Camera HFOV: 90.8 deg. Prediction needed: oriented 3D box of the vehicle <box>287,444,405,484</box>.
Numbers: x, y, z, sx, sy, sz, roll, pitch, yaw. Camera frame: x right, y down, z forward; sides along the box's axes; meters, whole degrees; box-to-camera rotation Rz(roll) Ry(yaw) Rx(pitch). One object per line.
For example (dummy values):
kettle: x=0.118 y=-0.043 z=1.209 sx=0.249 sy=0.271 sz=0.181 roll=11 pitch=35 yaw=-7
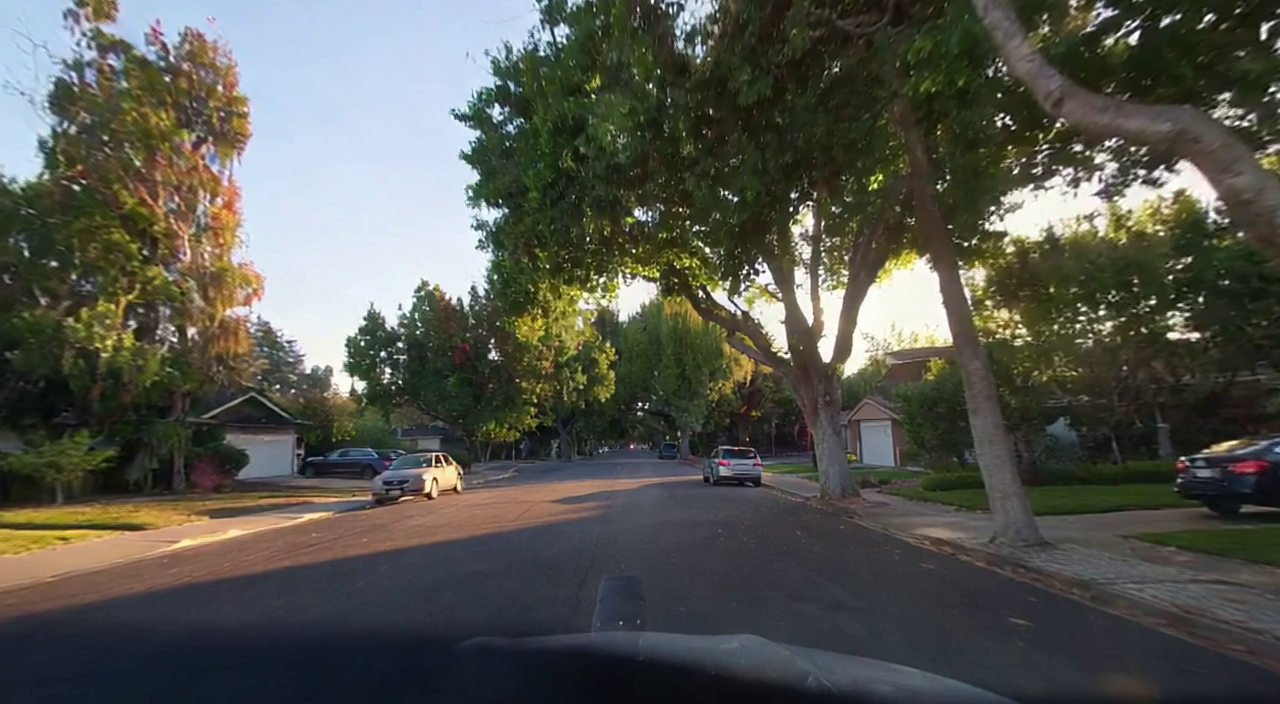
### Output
vehicle: x=-12.140 y=4.631 z=26.259 sx=3.950 sy=1.581 sz=1.902 roll=-1 pitch=-9 yaw=3

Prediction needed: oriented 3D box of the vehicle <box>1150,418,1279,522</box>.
vehicle: x=10.958 y=1.794 z=9.845 sx=4.234 sy=1.464 sz=1.924 roll=-1 pitch=-8 yaw=4

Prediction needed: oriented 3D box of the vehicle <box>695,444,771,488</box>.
vehicle: x=3.322 y=4.175 z=23.490 sx=1.986 sy=1.476 sz=4.306 roll=0 pitch=-9 yaw=-2

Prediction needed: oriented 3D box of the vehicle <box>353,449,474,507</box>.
vehicle: x=-6.635 y=3.702 z=19.098 sx=2.035 sy=1.480 sz=4.508 roll=0 pitch=-8 yaw=-1
